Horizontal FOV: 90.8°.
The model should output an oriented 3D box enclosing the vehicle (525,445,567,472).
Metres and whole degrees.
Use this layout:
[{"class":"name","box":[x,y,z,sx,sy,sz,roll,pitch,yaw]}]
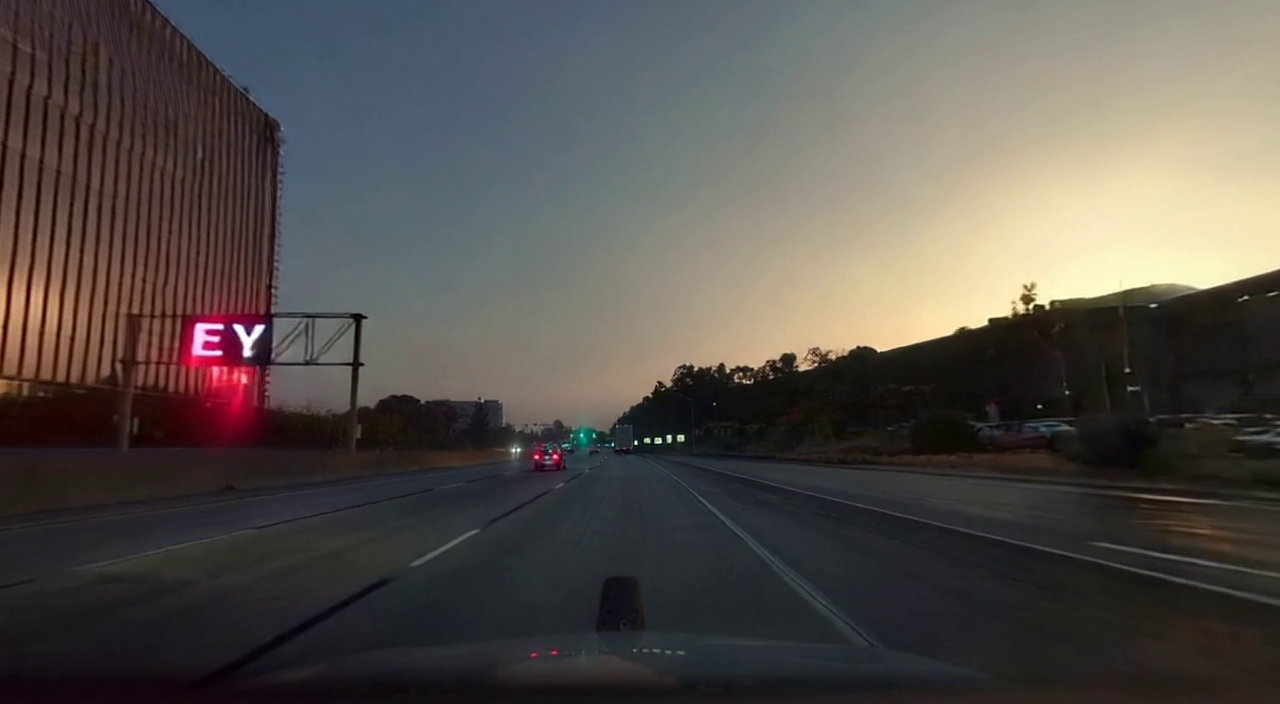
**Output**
[{"class":"vehicle","box":[-5.704,6.514,38.718,1.943,1.510,4.201,0,-9,-1]}]
